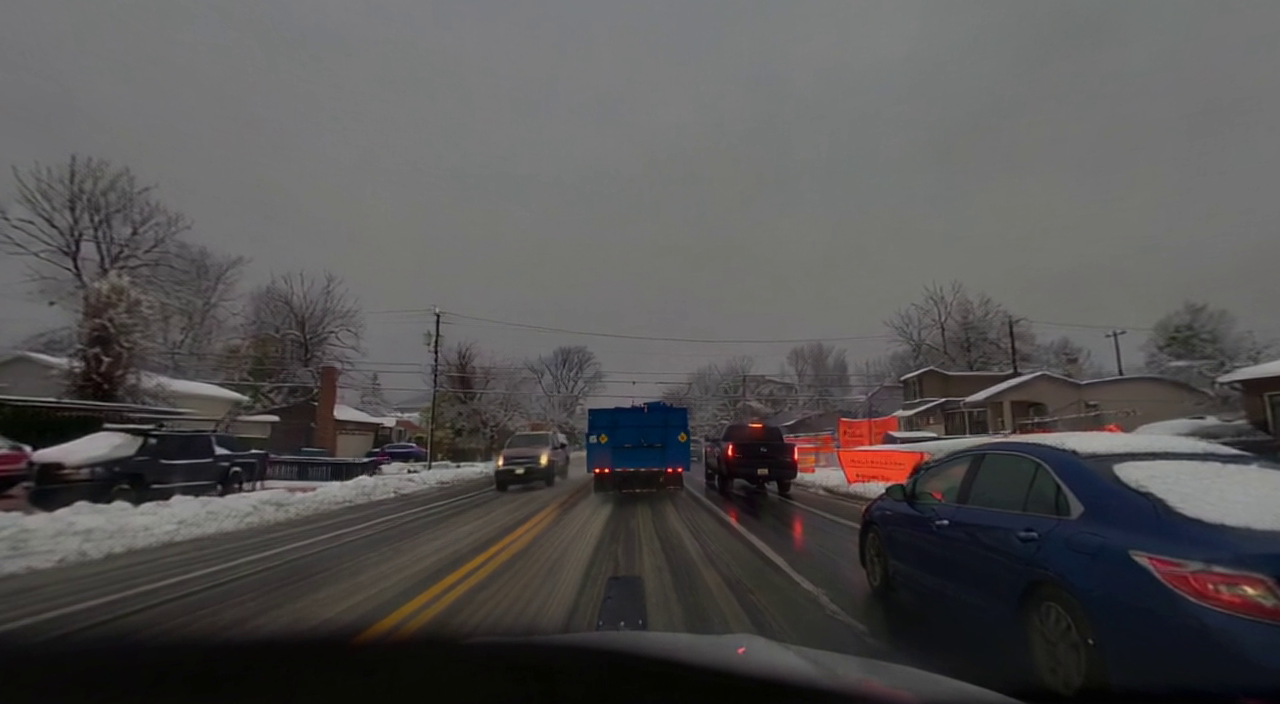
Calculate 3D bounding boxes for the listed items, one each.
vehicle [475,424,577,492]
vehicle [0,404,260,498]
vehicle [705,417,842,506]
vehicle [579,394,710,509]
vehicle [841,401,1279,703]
[{"bbox_3d":[-3.713,3.613,21.777,2.306,2.005,5.773,0,-8,1],"label":"vehicle"},{"bbox_3d":[-13.422,2.681,17.256,2.475,2.157,5.567,0,-8,-1],"label":"vehicle"},{"bbox_3d":[3.342,2.918,17.185,2.486,1.993,5.667,0,-8,0],"label":"vehicle"},{"bbox_3d":[0.119,2.577,16.465,2.751,2.361,6.347,1,-9,0],"label":"vehicle"},{"bbox_3d":[3.099,1.239,4.265,2.010,1.499,4.481,0,-8,0],"label":"vehicle"}]
